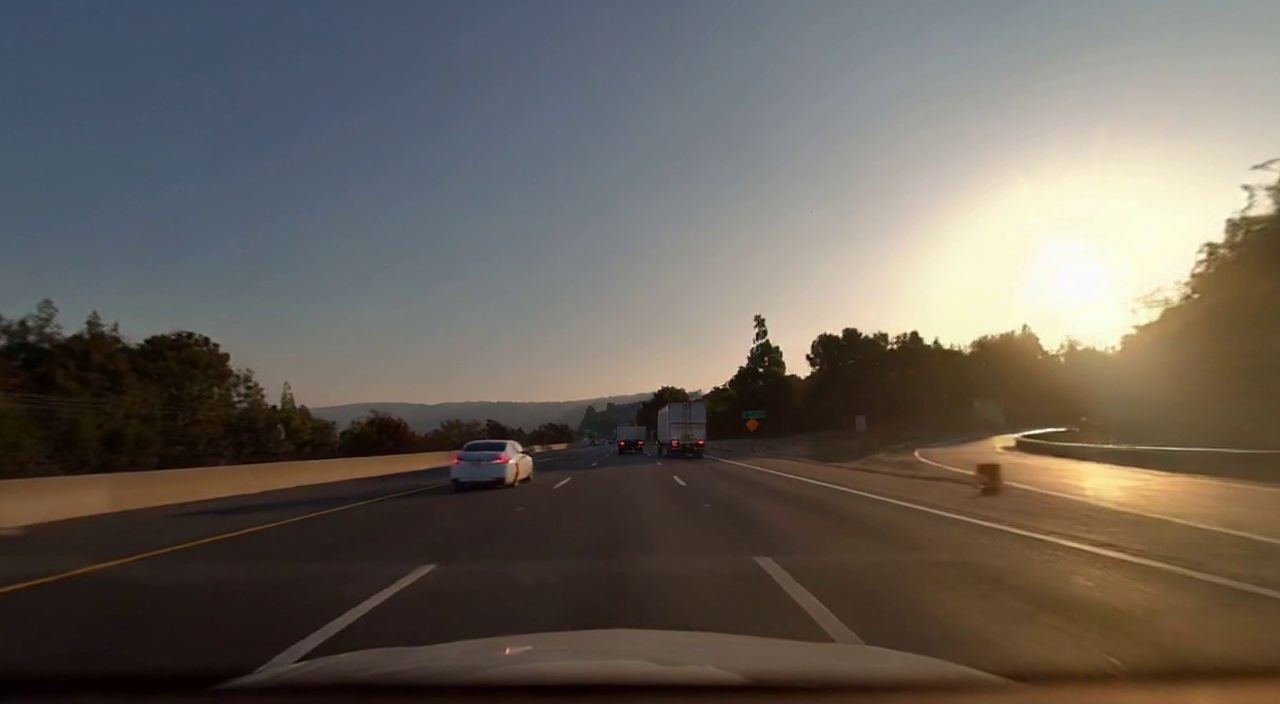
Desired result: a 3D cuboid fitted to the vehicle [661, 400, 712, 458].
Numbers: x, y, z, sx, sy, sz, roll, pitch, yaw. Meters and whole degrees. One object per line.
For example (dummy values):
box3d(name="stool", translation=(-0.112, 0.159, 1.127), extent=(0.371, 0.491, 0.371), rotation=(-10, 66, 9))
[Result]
box3d(name="vehicle", translation=(3.425, 6.110, 49.230), extent=(2.997, 3.983, 10.860), rotation=(0, -8, -1))

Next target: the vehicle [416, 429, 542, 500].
box3d(name="vehicle", translation=(-3.909, 2.807, 16.150), extent=(2.111, 1.536, 4.270), rotation=(0, -8, 0))
